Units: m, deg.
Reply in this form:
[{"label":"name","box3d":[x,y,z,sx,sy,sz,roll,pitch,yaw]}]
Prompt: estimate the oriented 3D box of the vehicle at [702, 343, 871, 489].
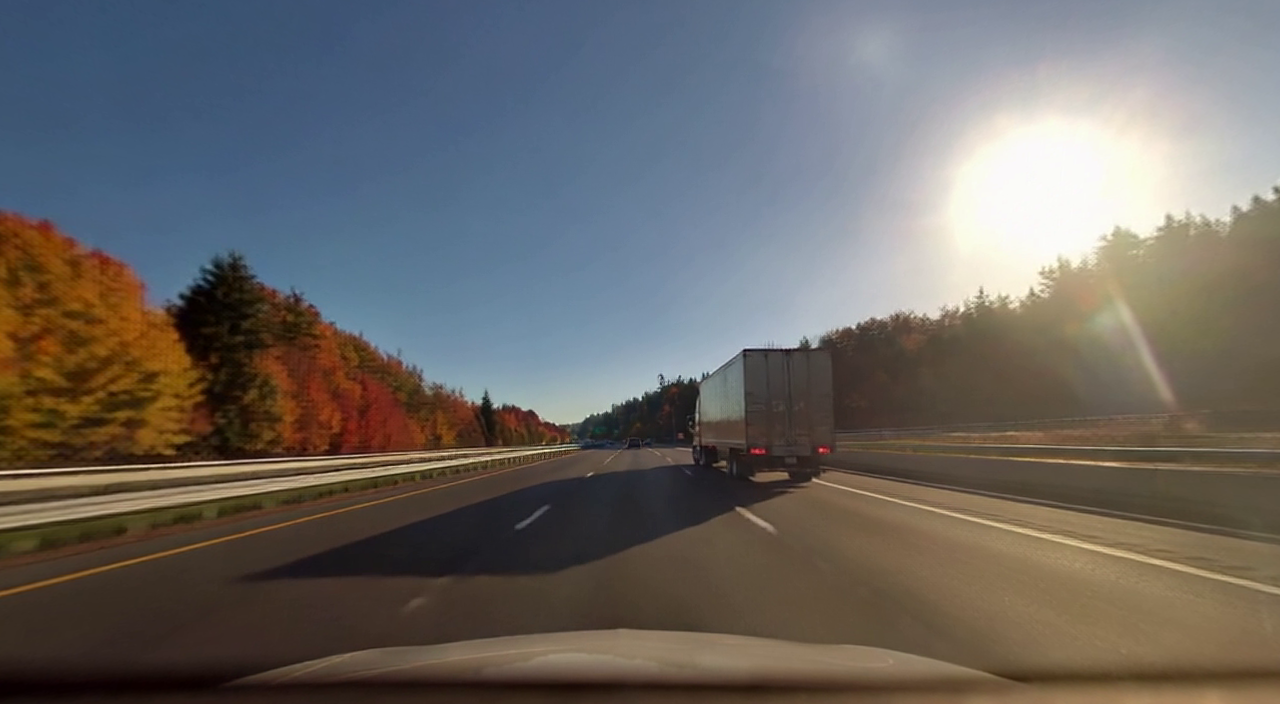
[{"label":"vehicle","box3d":[4.306,2.292,21.112,3.348,3.847,8.908,0,-8,-1]}]
